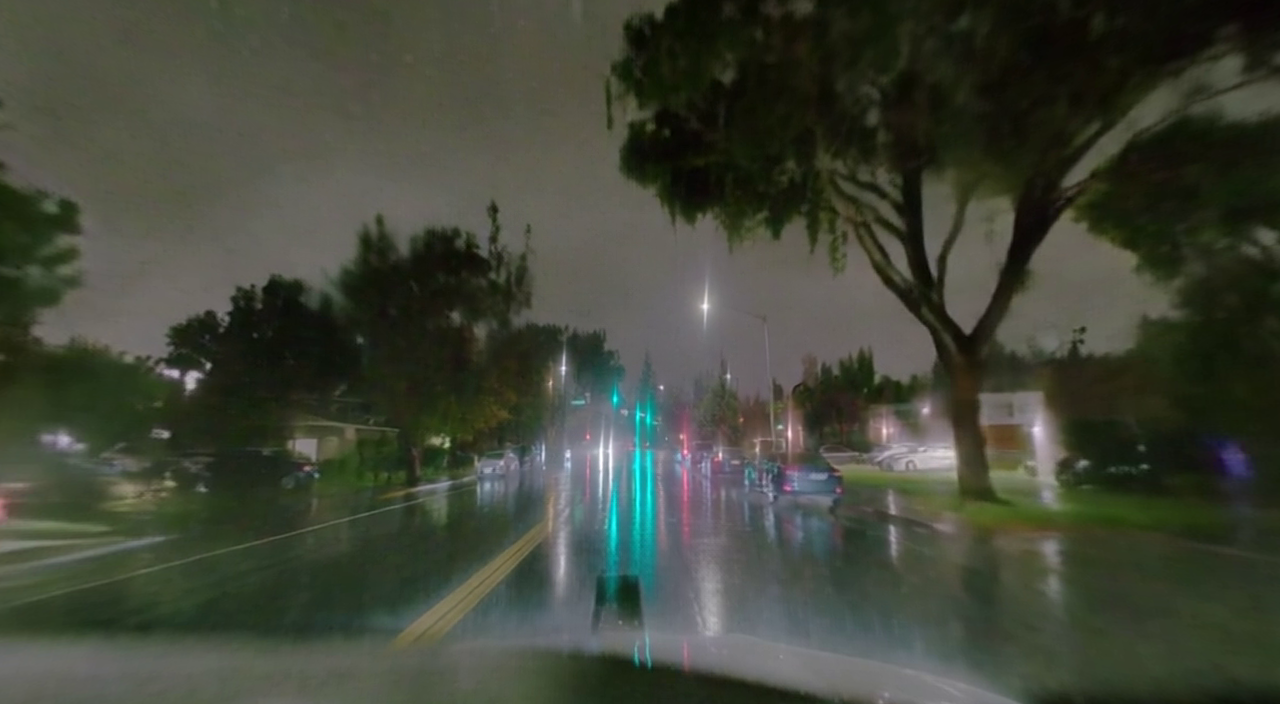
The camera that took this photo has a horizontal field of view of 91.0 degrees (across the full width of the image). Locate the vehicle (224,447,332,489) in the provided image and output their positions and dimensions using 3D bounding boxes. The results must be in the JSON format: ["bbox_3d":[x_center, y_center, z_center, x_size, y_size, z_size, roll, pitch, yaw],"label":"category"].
[{"bbox_3d":[-14.252,4.545,25.052,1.921,1.518,3.799,0,-9,2],"label":"vehicle"}]

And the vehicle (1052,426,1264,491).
[{"bbox_3d":[12.725,2.623,15.634,3.731,1.491,1.678,0,-9,-1],"label":"vehicle"}]

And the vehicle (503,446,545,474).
[{"bbox_3d":[-7.603,7.084,41.647,1.994,1.718,4.518,0,-9,-1],"label":"vehicle"}]

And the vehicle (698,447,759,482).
[{"bbox_3d":[3.856,4.982,28.182,2.036,1.405,4.312,0,-9,-1],"label":"vehicle"}]

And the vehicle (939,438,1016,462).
[{"bbox_3d":[25.511,7.437,47.633,4.572,1.771,2.081,0,-9,1],"label":"vehicle"}]

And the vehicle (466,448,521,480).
[{"bbox_3d":[-7.619,5.857,33.083,1.976,1.554,3.654,0,-9,1],"label":"vehicle"}]

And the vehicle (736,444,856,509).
[{"bbox_3d":[3.962,3.238,16.941,2.005,1.466,4.767,0,-9,0],"label":"vehicle"}]

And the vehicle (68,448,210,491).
[{"bbox_3d":[-20.129,4.747,25.627,1.880,1.510,4.758,-2,-10,0],"label":"vehicle"}]
